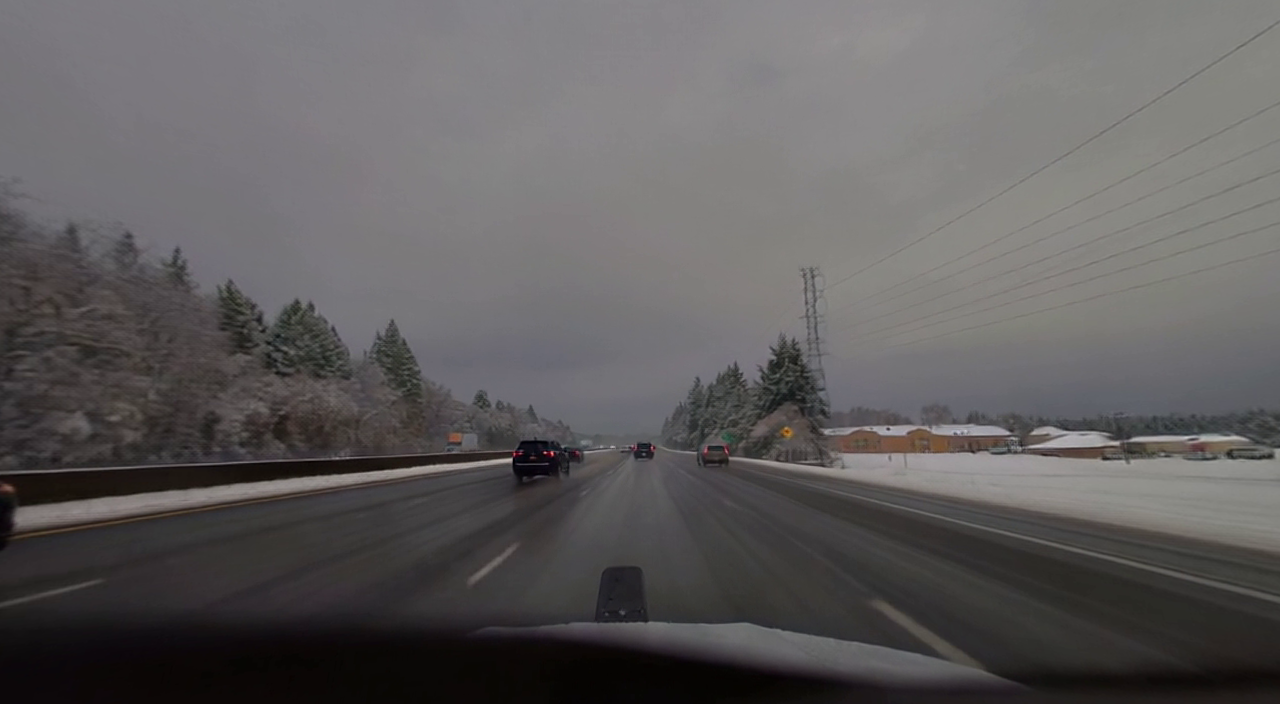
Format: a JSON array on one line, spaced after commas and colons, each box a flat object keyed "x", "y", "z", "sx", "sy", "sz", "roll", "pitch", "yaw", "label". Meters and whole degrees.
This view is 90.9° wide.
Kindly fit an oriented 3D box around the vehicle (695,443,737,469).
[{"x": 4.465, "y": 6.171, "z": 37.647, "sx": 1.964, "sy": 1.479, "sz": 4.252, "roll": 0, "pitch": -8, "yaw": -1, "label": "vehicle"}]

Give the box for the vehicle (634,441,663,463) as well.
[{"x": 0.652, "y": 7.896, "z": 49.798, "sx": 2.156, "sy": 1.647, "sz": 3.987, "roll": 0, "pitch": -8, "yaw": 0, "label": "vehicle"}]

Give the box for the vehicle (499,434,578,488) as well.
[{"x": -3.401, "y": 3.738, "z": 21.936, "sx": 1.961, "sy": 1.704, "sz": 4.052, "roll": 0, "pitch": -8, "yaw": 1, "label": "vehicle"}]
